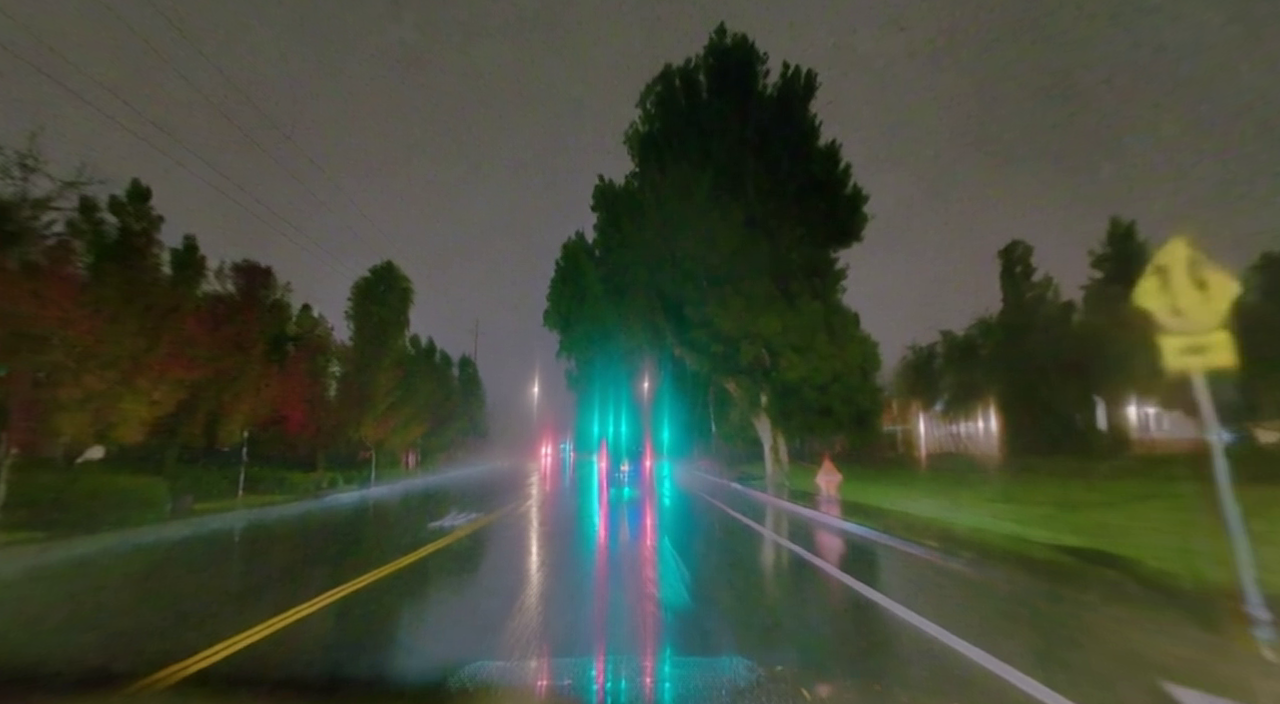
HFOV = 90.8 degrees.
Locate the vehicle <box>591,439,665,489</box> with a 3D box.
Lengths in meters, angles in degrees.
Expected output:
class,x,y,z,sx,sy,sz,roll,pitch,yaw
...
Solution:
class,x,y,z,sx,sy,sz,roll,pitch,yaw
vehicle,-0.384,3.809,21.820,2.295,1.510,4.364,0,-9,0
